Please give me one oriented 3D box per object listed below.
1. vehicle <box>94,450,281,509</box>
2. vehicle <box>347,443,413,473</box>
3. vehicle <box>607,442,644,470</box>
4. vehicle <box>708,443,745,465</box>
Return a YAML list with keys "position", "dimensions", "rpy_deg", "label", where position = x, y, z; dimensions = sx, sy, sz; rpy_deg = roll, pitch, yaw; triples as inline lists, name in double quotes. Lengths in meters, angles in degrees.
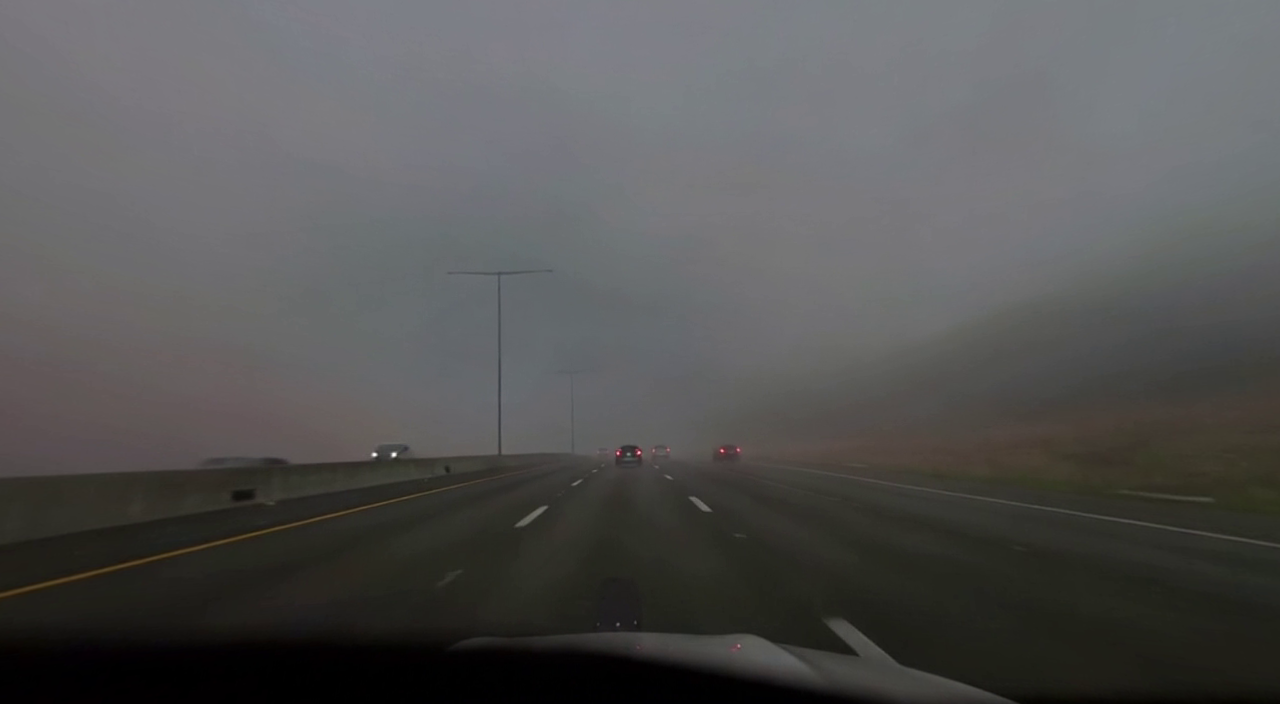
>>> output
- position: [-13.206, 3.720, 18.930]
  dimensions: [2.147, 1.491, 4.725]
  rpy_deg: [0, -8, -1]
  label: "vehicle"
- position: [-17.463, 7.127, 42.785]
  dimensions: [2.187, 1.925, 5.431]
  rpy_deg: [0, -9, -1]
  label: "vehicle"
- position: [-0.833, 5.970, 36.445]
  dimensions: [1.985, 1.457, 4.227]
  rpy_deg: [0, -8, -2]
  label: "vehicle"
- position: [6.326, 7.483, 46.564]
  dimensions: [1.935, 1.478, 4.433]
  rpy_deg: [0, -9, -3]
  label: "vehicle"
